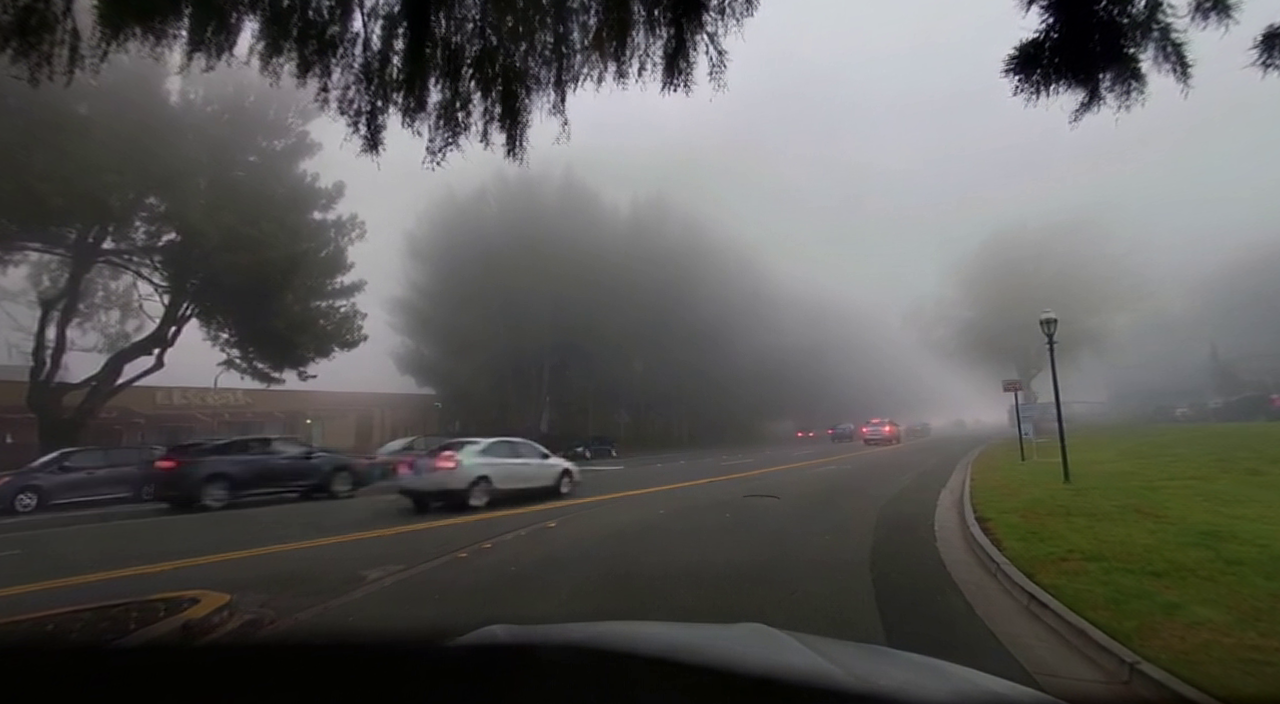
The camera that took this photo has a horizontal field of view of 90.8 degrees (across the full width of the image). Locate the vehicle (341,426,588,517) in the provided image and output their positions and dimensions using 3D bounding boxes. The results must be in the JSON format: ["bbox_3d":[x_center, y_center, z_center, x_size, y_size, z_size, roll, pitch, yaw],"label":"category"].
[{"bbox_3d":[-3.306,2.315,12.784,1.984,1.482,4.482,-8,-11,38],"label":"vehicle"}]

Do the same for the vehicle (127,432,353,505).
[{"bbox_3d":[-11.239,3.291,18.111,2.506,1.718,4.822,-11,-13,35],"label":"vehicle"}]

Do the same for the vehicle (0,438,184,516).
[{"bbox_3d":[-17.061,3.644,19.005,2.294,2.000,4.788,-6,-9,30],"label":"vehicle"}]

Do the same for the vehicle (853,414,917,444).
[{"bbox_3d":[17.650,5.605,45.366,2.517,1.936,4.748,-10,-13,43],"label":"vehicle"}]
